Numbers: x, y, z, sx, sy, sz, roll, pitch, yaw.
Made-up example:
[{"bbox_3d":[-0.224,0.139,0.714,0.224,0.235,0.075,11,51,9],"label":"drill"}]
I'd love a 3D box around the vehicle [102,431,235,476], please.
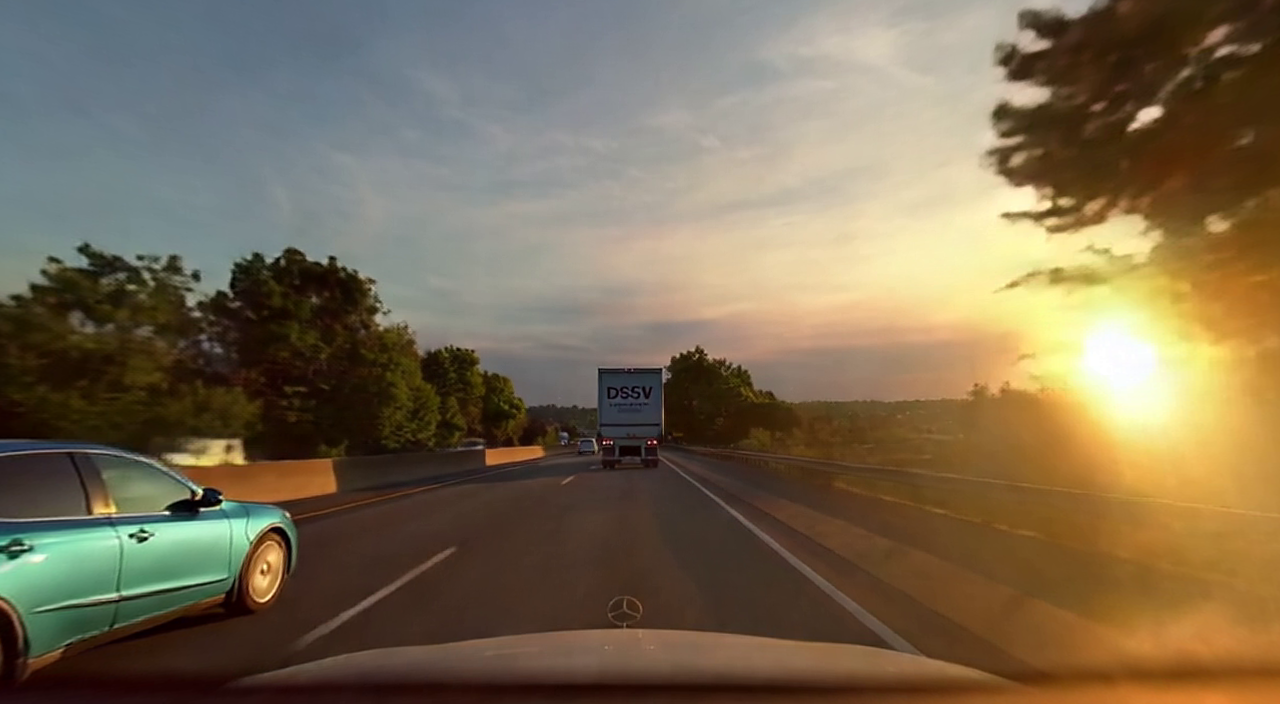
[{"bbox_3d":[-17.049,3.678,23.055,1.748,1.494,3.990,0,-8,0],"label":"vehicle"}]

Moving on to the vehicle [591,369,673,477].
[{"bbox_3d":[-0.392,3.286,28.190,2.969,3.957,10.270,0,-8,-1],"label":"vehicle"}]
